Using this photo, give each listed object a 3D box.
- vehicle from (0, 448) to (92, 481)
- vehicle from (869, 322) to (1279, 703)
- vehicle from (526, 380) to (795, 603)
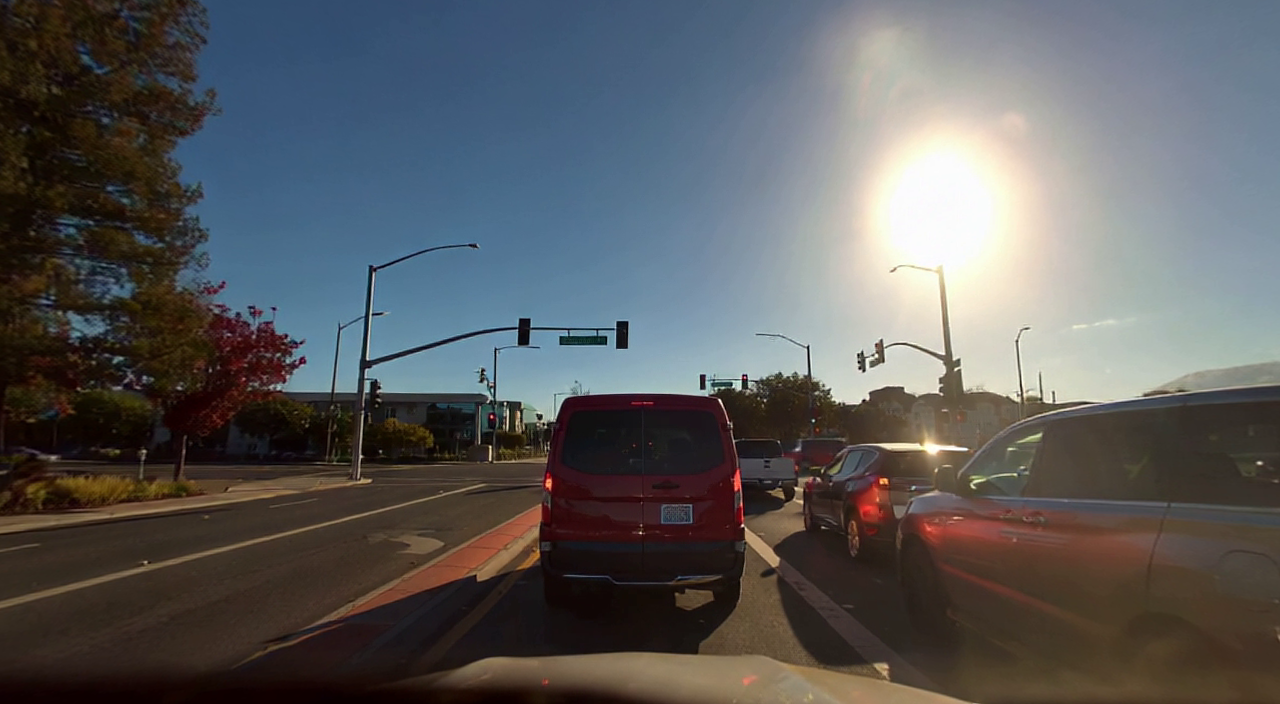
[{"bbox_3d":[-30.609,5.616,31.581,4.425,1.427,1.911,0,-5,-5],"label":"vehicle"},{"bbox_3d":[2.905,0.943,3.163,1.971,1.663,4.287,0,-8,2],"label":"vehicle"},{"bbox_3d":[0.181,1.463,7.433,2.185,1.822,4.391,0,-8,0],"label":"vehicle"}]
